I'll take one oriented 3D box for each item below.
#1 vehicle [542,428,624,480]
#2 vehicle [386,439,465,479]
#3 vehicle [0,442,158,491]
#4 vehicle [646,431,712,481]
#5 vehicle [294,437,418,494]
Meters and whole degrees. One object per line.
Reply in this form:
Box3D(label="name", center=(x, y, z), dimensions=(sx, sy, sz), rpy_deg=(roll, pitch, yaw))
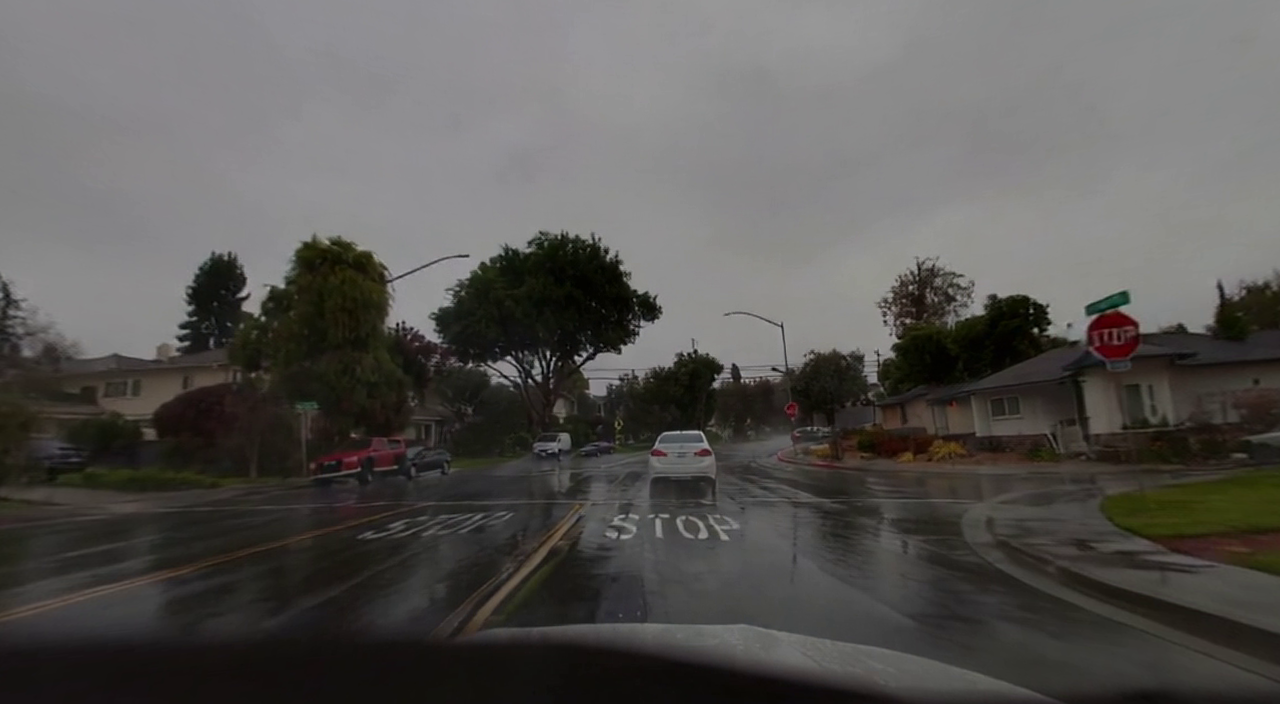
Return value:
Box3D(label="vehicle", center=(-1.959, 3.716, 23.125), dimensions=(2.178, 1.695, 4.339), rpy_deg=(-1, -8, 6))
Box3D(label="vehicle", center=(-11.174, 5.630, 33.173), dimensions=(2.076, 1.864, 4.730), rpy_deg=(-4, -10, 6))
Box3D(label="vehicle", center=(-22.492, 4.551, 25.235), dimensions=(4.641, 1.808, 2.138), rpy_deg=(-2, -8, 5))
Box3D(label="vehicle", center=(1.362, 3.432, 20.967), dimensions=(1.955, 1.459, 4.383), rpy_deg=(-1, -8, 5))
Box3D(label="vehicle", center=(-12.114, 4.833, 27.442), dimensions=(2.191, 1.980, 5.888), rpy_deg=(-5, -7, 6))
